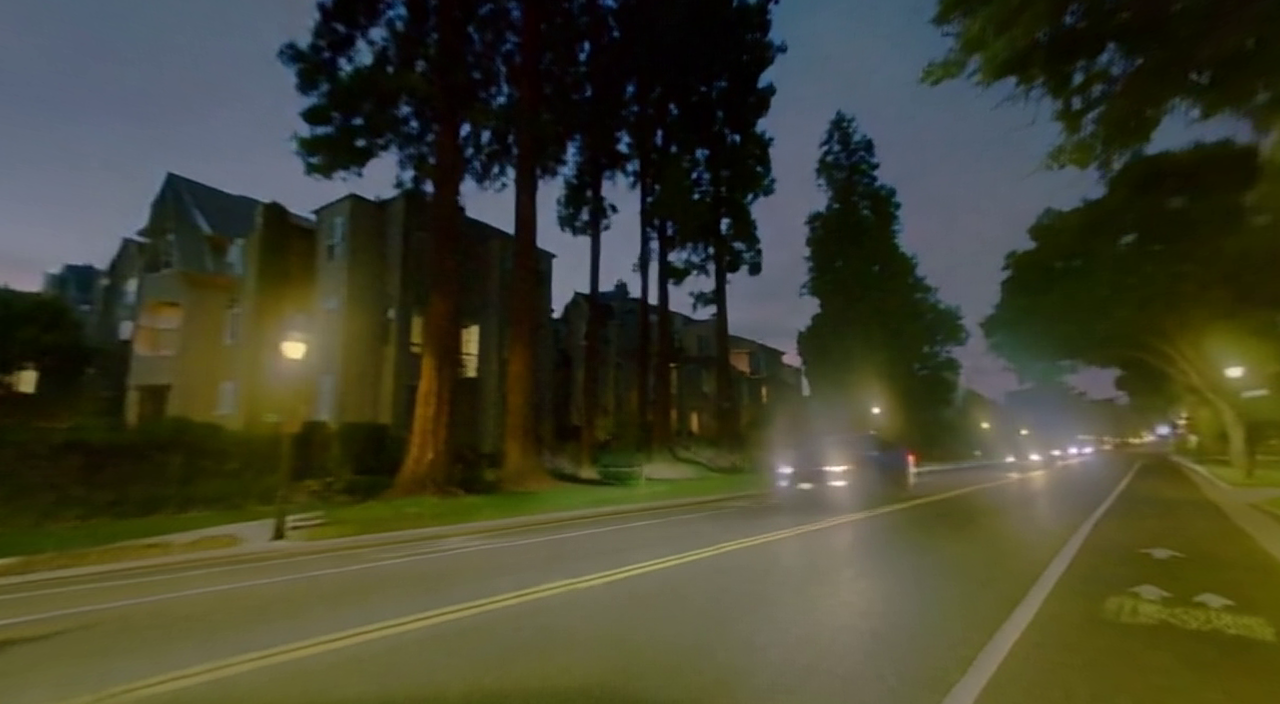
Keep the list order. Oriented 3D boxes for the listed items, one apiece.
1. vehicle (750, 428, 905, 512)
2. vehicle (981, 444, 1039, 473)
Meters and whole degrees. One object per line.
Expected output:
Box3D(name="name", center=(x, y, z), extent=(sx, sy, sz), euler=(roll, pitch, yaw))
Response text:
Box3D(name="vehicle", center=(4.954, 2.954, 16.275), extent=(2.089, 1.835, 4.528), euler=(-8, -11, 39))
Box3D(name="vehicle", center=(20.227, 5.763, 34.374), extent=(1.906, 1.498, 4.222), euler=(-8, -11, 40))
